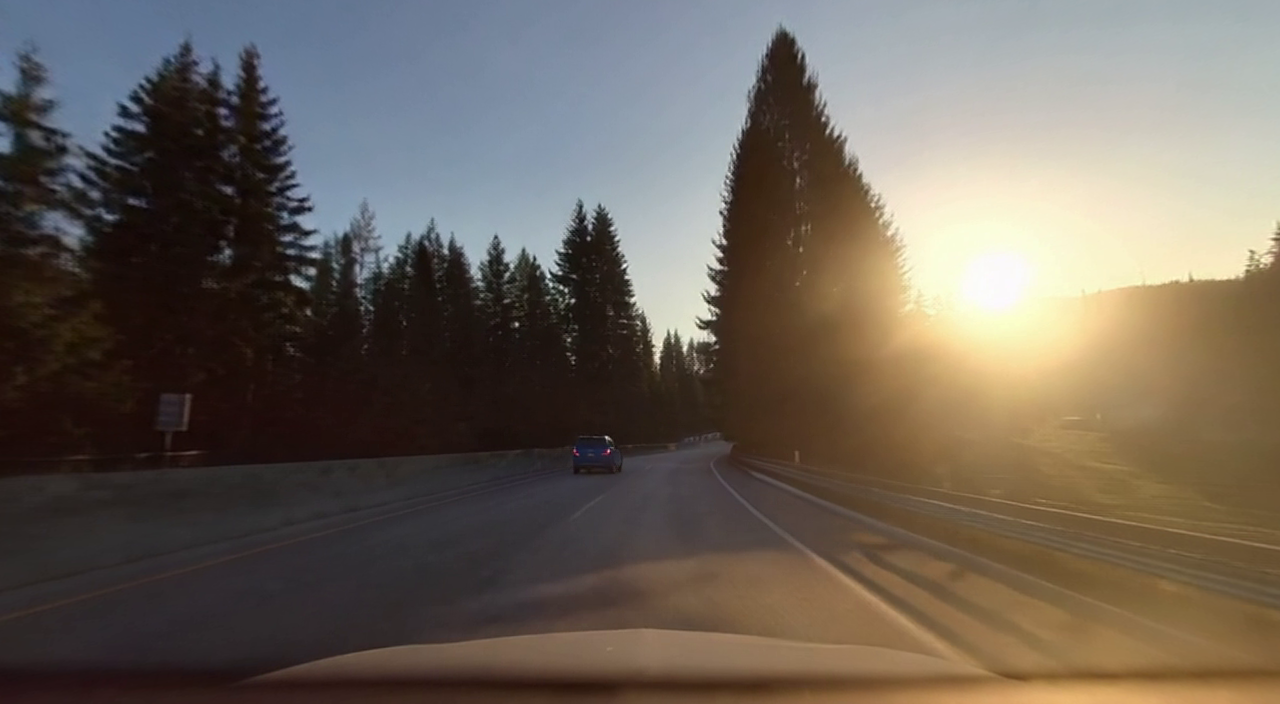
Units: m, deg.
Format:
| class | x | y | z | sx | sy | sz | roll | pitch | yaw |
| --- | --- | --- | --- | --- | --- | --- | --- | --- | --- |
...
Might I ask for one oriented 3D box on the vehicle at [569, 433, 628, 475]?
| class | x | y | z | sx | sy | sz | roll | pitch | yaw |
| --- | --- | --- | --- | --- | --- | --- | --- | --- | --- |
| vehicle | -1.801 | 4.671 | 28.972 | 2.005 | 1.752 | 4.479 | -1 | -8 | 5 |
